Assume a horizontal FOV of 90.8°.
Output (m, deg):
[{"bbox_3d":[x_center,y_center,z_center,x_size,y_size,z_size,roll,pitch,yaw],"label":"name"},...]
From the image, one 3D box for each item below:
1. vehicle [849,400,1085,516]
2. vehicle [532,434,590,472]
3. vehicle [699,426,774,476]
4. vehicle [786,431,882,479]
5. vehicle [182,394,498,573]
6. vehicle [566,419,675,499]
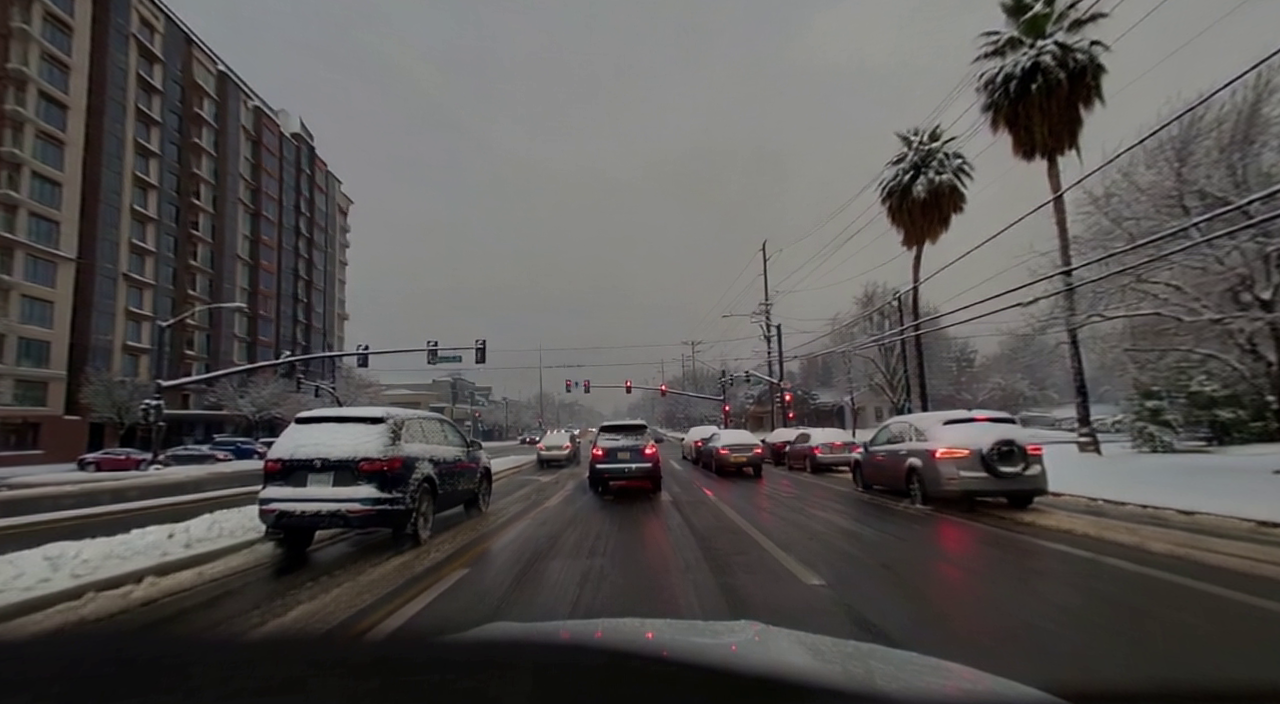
[{"bbox_3d":[6.507,2.212,13.561,2.130,1.979,5.310,0,-8,-1],"label":"vehicle"},{"bbox_3d":[-3.285,4.306,27.054,1.973,1.504,3.895,0,-8,0],"label":"vehicle"},{"bbox_3d":[3.304,3.499,22.476,1.975,1.598,4.025,0,-8,-1],"label":"vehicle"},{"bbox_3d":[6.490,3.498,21.673,1.764,1.451,4.300,0,-8,-2],"label":"vehicle"},{"bbox_3d":[-3.505,1.637,8.599,2.136,1.779,4.417,0,-8,0],"label":"vehicle"},{"bbox_3d":[-0.454,2.581,15.587,2.302,1.681,4.217,0,-8,-1],"label":"vehicle"}]
